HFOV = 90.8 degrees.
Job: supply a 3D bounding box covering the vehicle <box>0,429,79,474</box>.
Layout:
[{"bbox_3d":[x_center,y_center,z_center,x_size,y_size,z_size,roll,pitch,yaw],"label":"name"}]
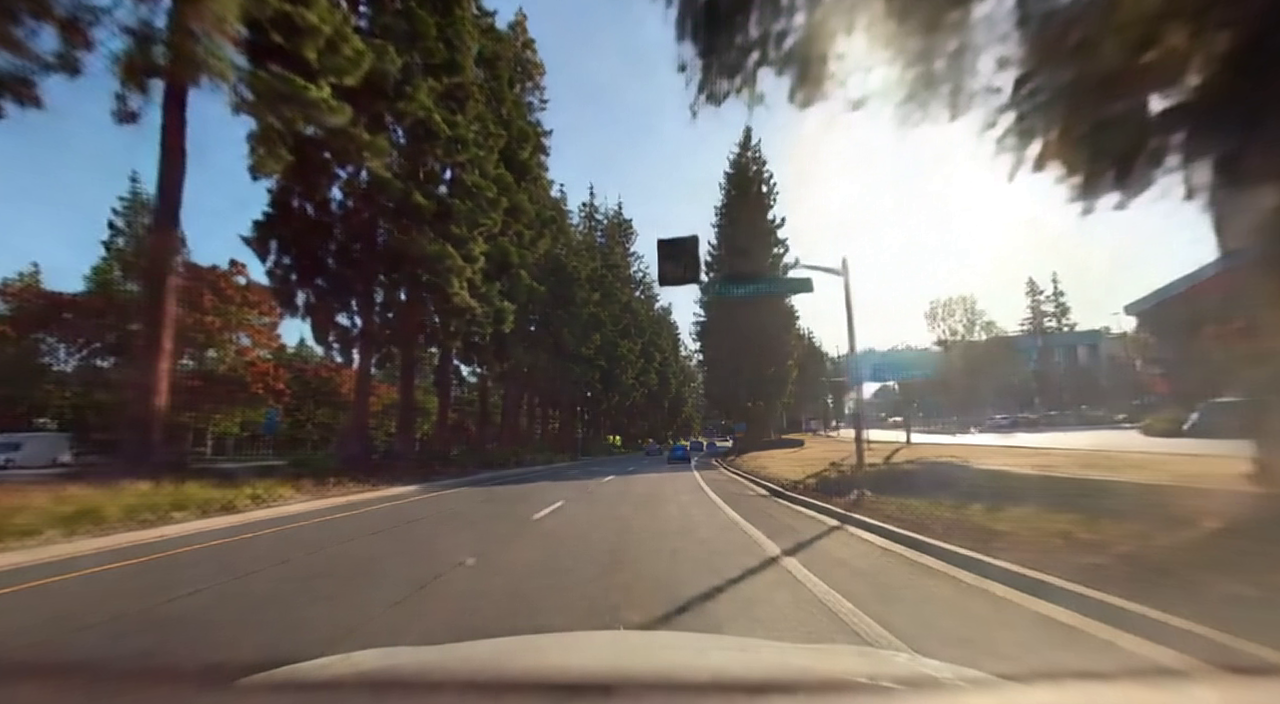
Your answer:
[{"bbox_3d":[-43.710,6.919,43.941,2.231,3.026,6.377,-4,-9,26],"label":"vehicle"}]
